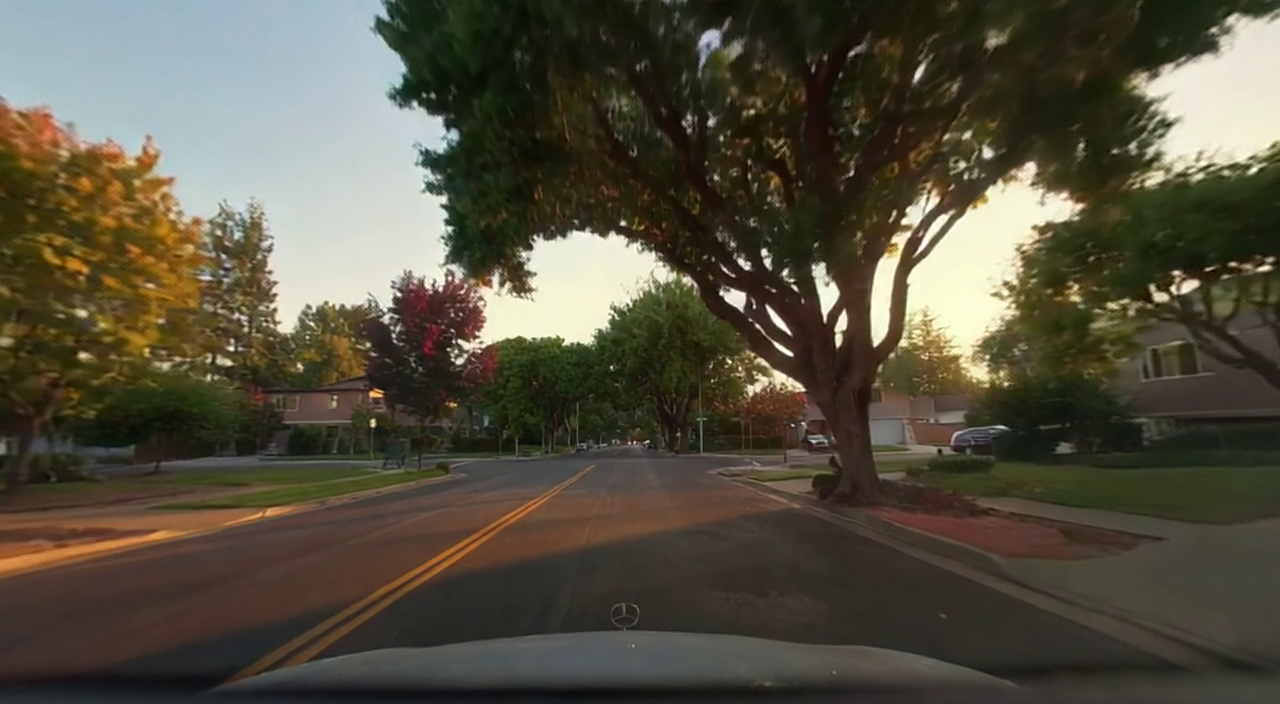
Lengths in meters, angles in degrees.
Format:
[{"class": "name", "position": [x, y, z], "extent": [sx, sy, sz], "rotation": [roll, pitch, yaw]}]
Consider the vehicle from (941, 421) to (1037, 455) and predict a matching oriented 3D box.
[{"class": "vehicle", "position": [16.397, 4.116, 29.918], "extent": [1.783, 1.431, 4.757], "rotation": [0, -8, -1]}]
